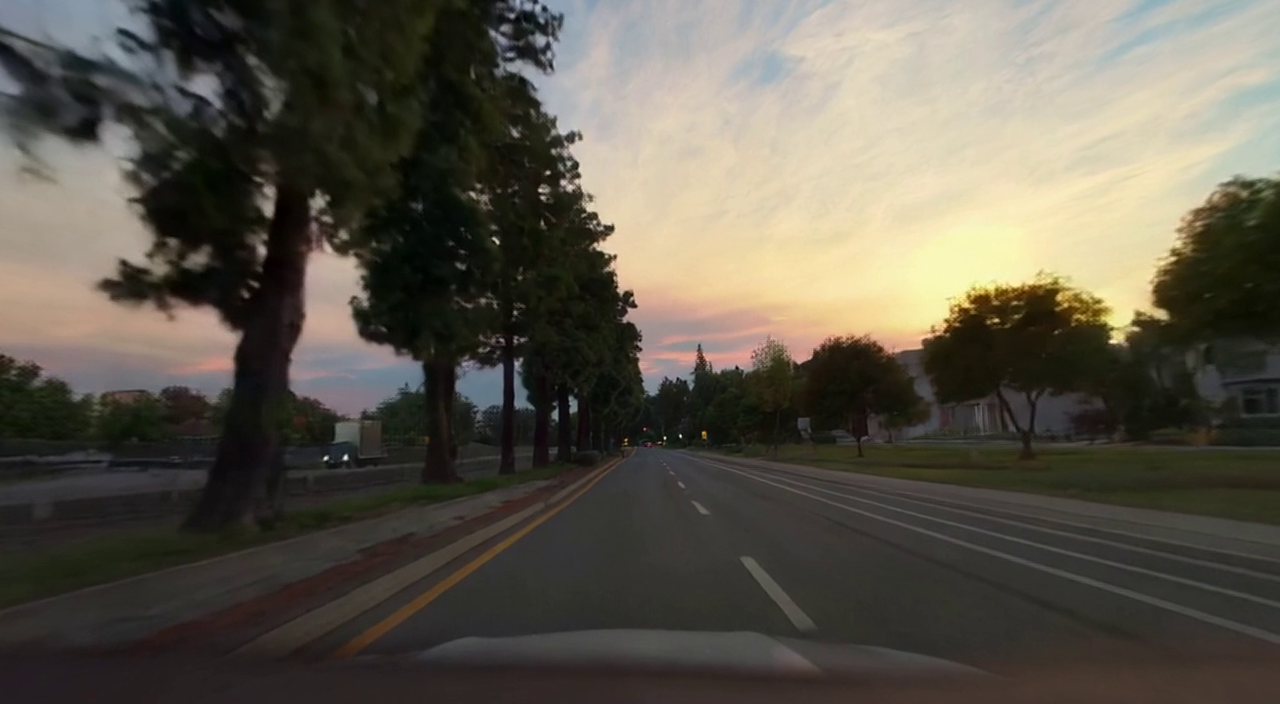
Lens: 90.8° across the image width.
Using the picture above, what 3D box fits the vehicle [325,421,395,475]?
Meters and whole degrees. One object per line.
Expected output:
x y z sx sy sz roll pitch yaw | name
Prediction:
-16.939 5.810 38.536 2.575 2.950 4.003 -3 -8 -2 | vehicle
